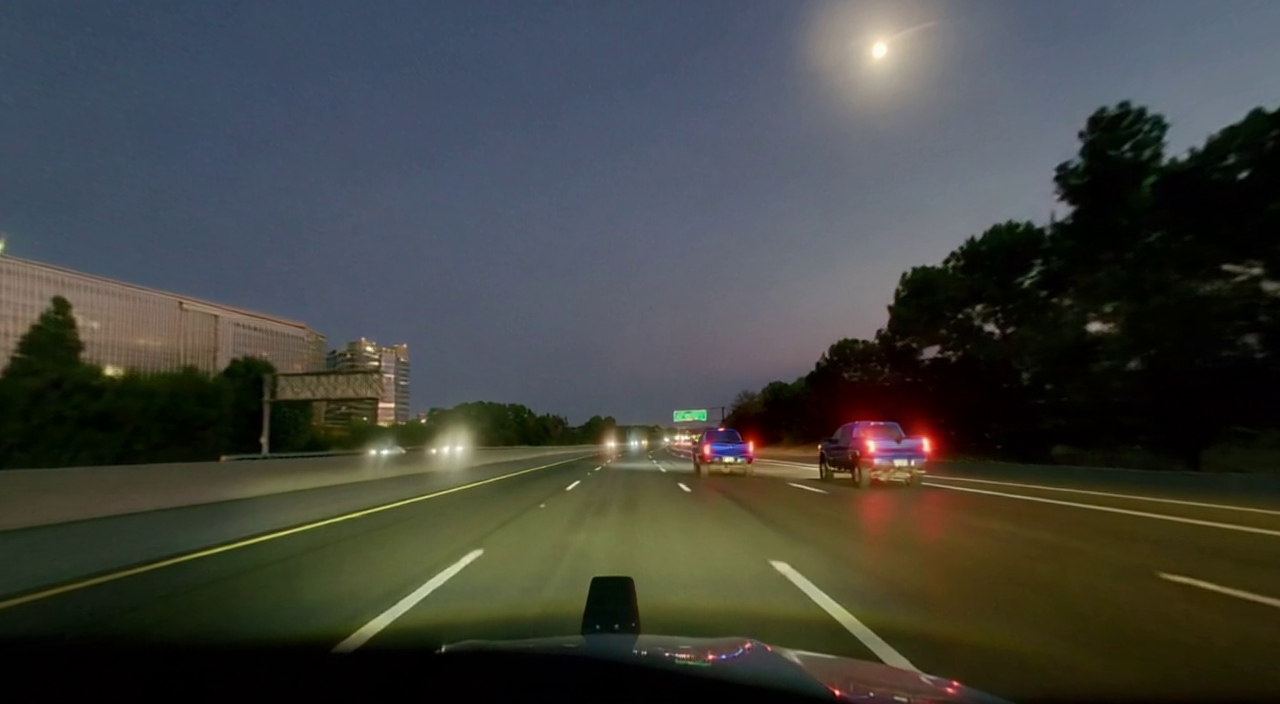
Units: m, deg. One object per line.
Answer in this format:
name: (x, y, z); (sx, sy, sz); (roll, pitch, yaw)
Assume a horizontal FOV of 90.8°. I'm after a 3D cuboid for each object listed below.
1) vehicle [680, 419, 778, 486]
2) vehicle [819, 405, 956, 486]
vehicle: (2.840, 3.377, 21.396); (2.462, 1.984, 4.718); (0, -8, -2)
vehicle: (7.762, 3.044, 20.581); (2.158, 2.268, 5.396); (0, -9, -1)
